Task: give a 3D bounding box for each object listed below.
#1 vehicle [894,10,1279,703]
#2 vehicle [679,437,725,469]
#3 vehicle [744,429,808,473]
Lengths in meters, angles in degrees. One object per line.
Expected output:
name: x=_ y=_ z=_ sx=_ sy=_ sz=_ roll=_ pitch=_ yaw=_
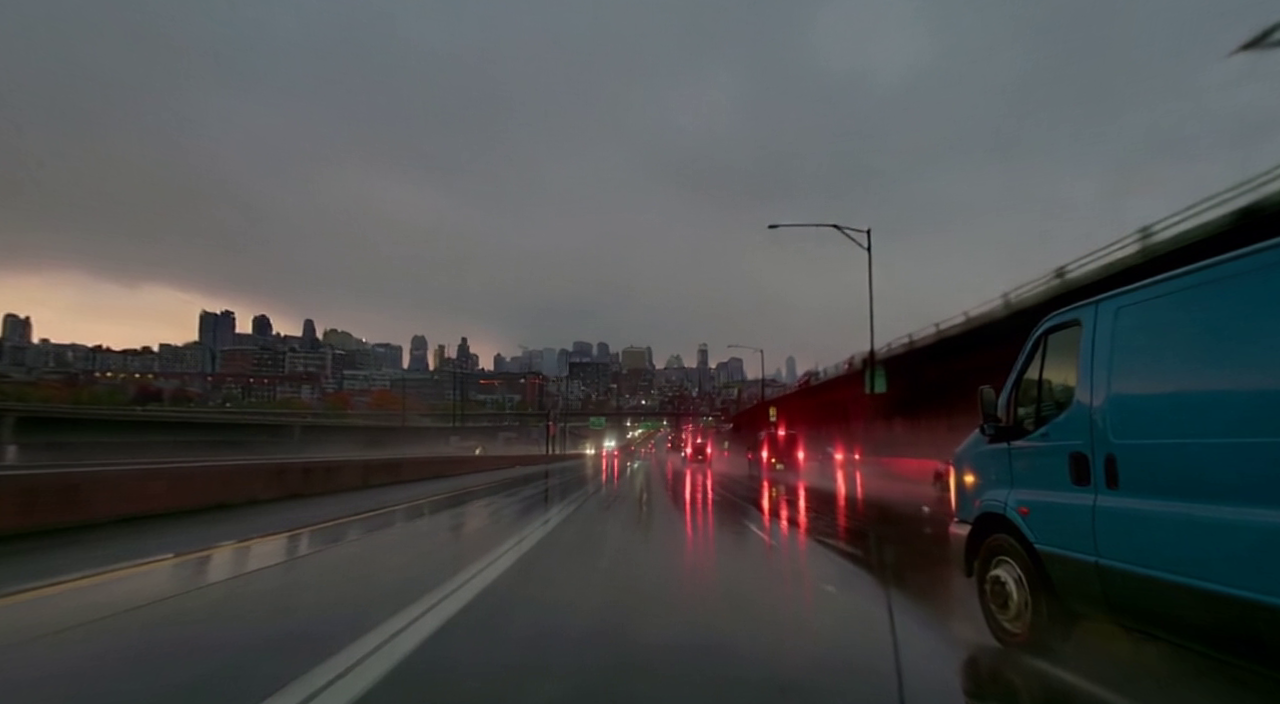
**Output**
vehicle: x=3.321 y=0.174 z=1.457 sx=2.436 sy=2.745 sz=7.034 roll=0 pitch=-8 yaw=-1
vehicle: x=4.053 y=6.727 z=42.349 sx=2.464 sy=1.961 sz=5.520 roll=0 pitch=-8 yaw=-1
vehicle: x=7.491 y=5.522 z=35.318 sx=2.301 sy=2.203 sz=5.419 roll=0 pitch=-8 yaw=-1
